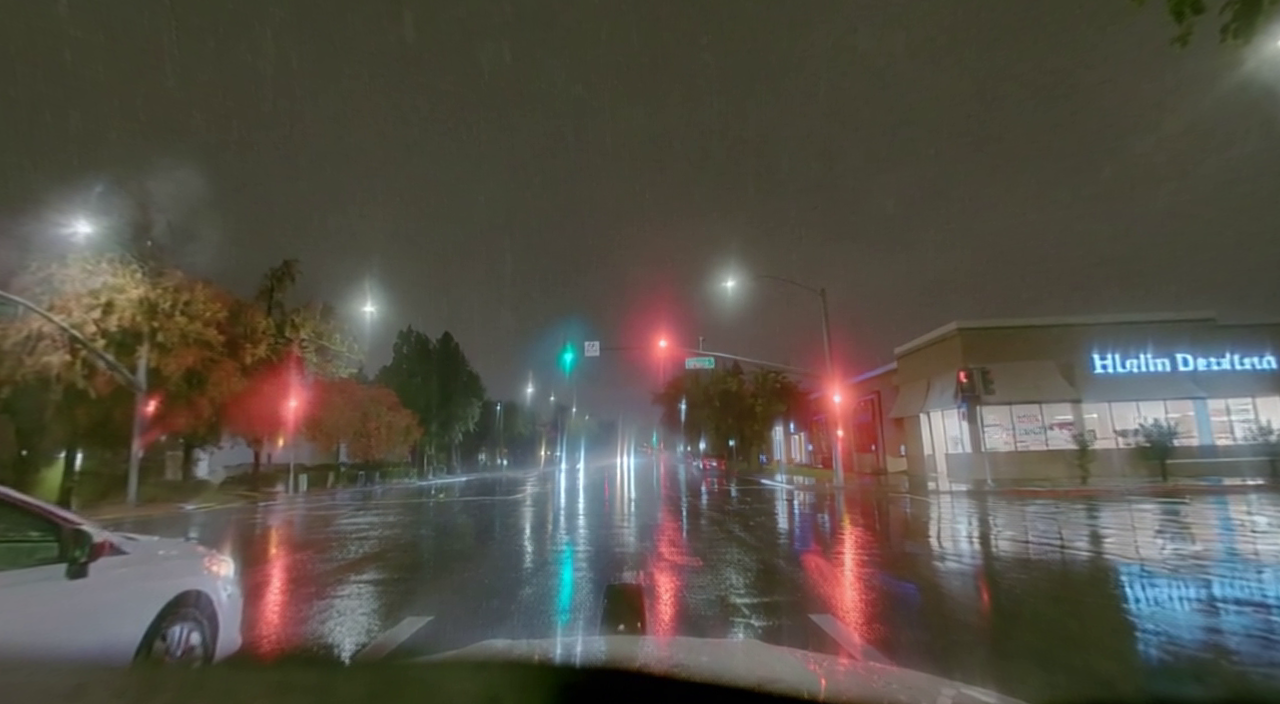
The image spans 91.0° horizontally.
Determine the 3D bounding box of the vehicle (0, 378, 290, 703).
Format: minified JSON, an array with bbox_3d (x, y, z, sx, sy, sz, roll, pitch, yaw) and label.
[{"bbox_3d":[-3.496,0.893,2.269,1.947,1.627,4.248,0,-9,1],"label":"vehicle"}]
